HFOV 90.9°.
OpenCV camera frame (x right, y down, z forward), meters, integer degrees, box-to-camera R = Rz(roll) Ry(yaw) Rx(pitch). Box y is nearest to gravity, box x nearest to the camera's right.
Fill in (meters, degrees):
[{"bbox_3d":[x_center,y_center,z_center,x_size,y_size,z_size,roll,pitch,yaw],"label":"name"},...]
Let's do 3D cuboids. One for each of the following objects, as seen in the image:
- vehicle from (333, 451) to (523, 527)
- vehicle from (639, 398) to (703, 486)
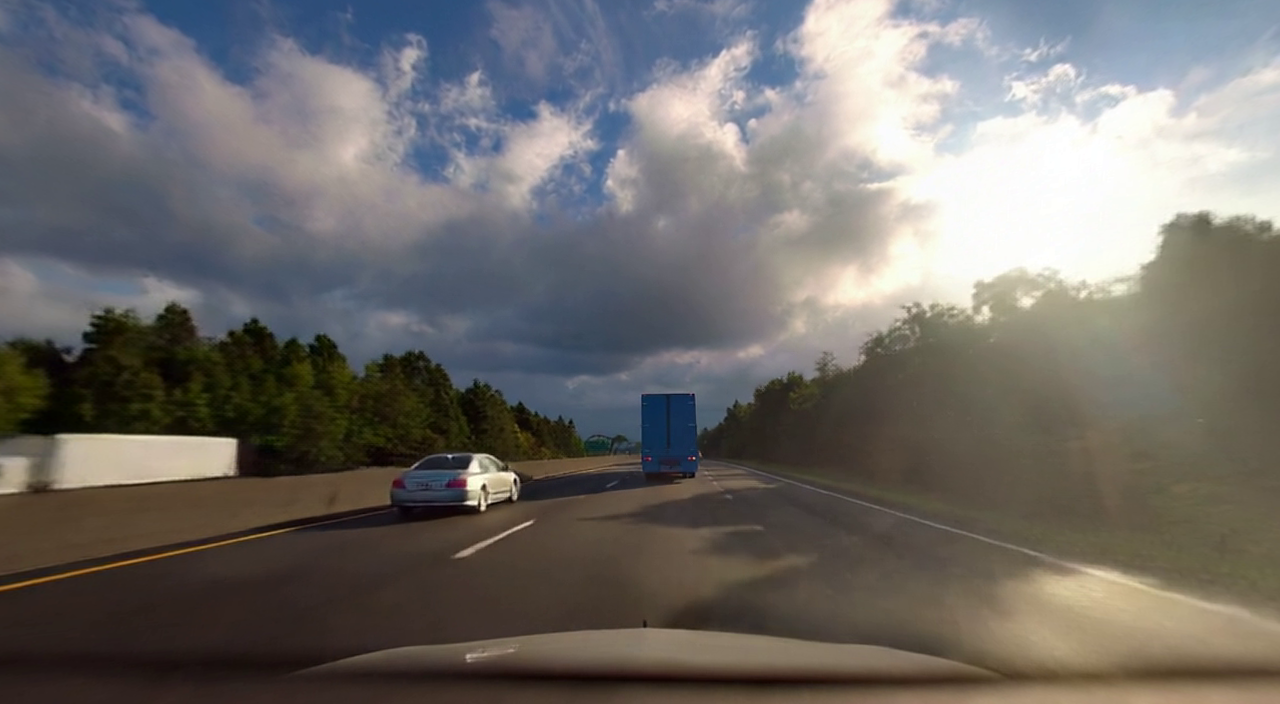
[{"bbox_3d":[-4.314,2.867,13.915,2.133,1.358,4.870,-1,-9,5],"label":"vehicle"},{"bbox_3d":[1.799,4.717,32.633,2.821,3.878,8.925,-1,-9,6],"label":"vehicle"}]
